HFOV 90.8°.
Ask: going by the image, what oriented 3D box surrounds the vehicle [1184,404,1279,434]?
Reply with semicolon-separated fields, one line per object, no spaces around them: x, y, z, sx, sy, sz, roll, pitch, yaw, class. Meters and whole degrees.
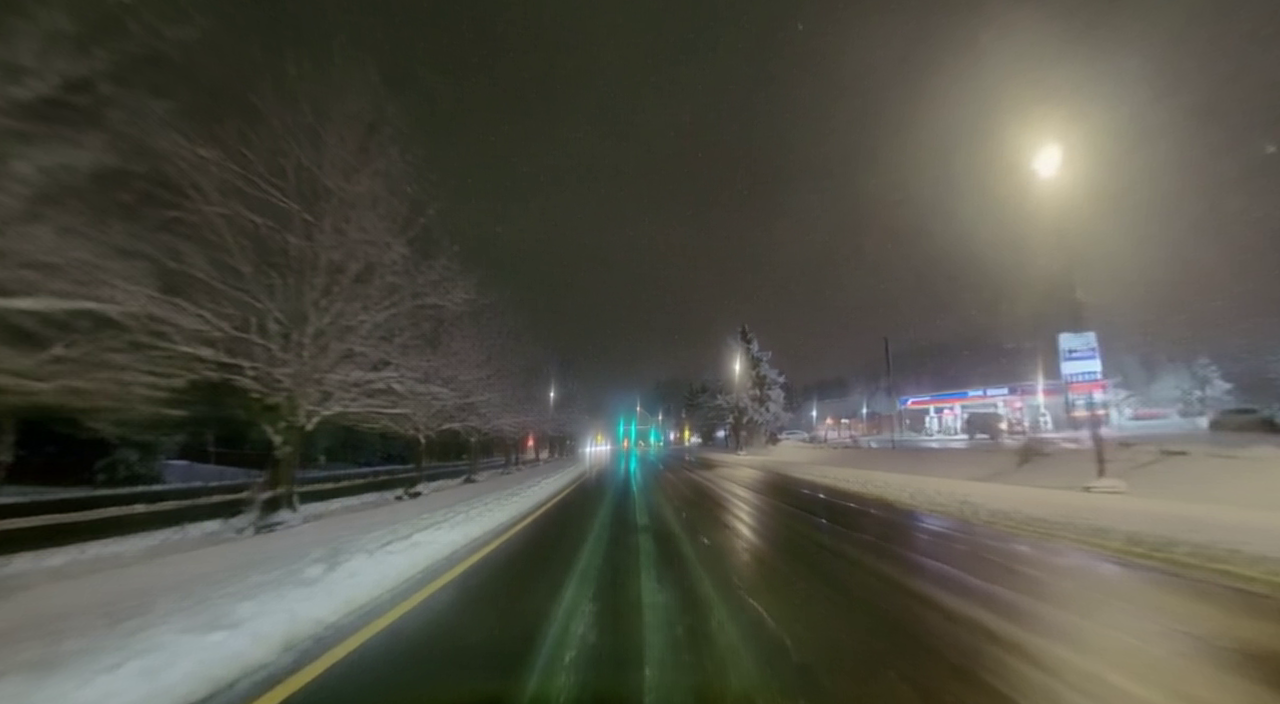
36.503;4.171;38.839;1.841;1.471;4.498;-3;-9;-5;vehicle
